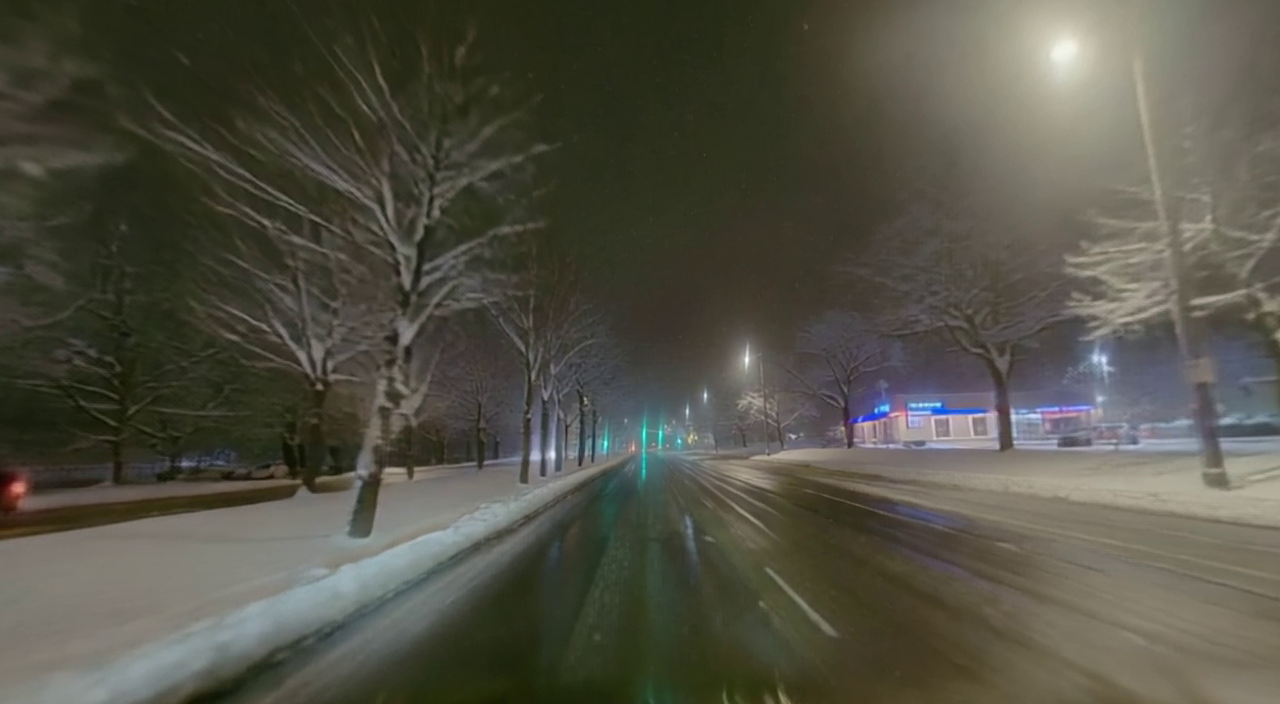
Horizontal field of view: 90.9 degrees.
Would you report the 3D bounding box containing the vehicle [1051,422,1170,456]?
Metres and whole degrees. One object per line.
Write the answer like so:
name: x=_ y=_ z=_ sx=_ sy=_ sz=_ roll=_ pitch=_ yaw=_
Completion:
vehicle: x=32.013 y=5.918 z=43.005 sx=6.116 sy=1.924 sz=2.287 roll=-3 pitch=-8 yaw=1
